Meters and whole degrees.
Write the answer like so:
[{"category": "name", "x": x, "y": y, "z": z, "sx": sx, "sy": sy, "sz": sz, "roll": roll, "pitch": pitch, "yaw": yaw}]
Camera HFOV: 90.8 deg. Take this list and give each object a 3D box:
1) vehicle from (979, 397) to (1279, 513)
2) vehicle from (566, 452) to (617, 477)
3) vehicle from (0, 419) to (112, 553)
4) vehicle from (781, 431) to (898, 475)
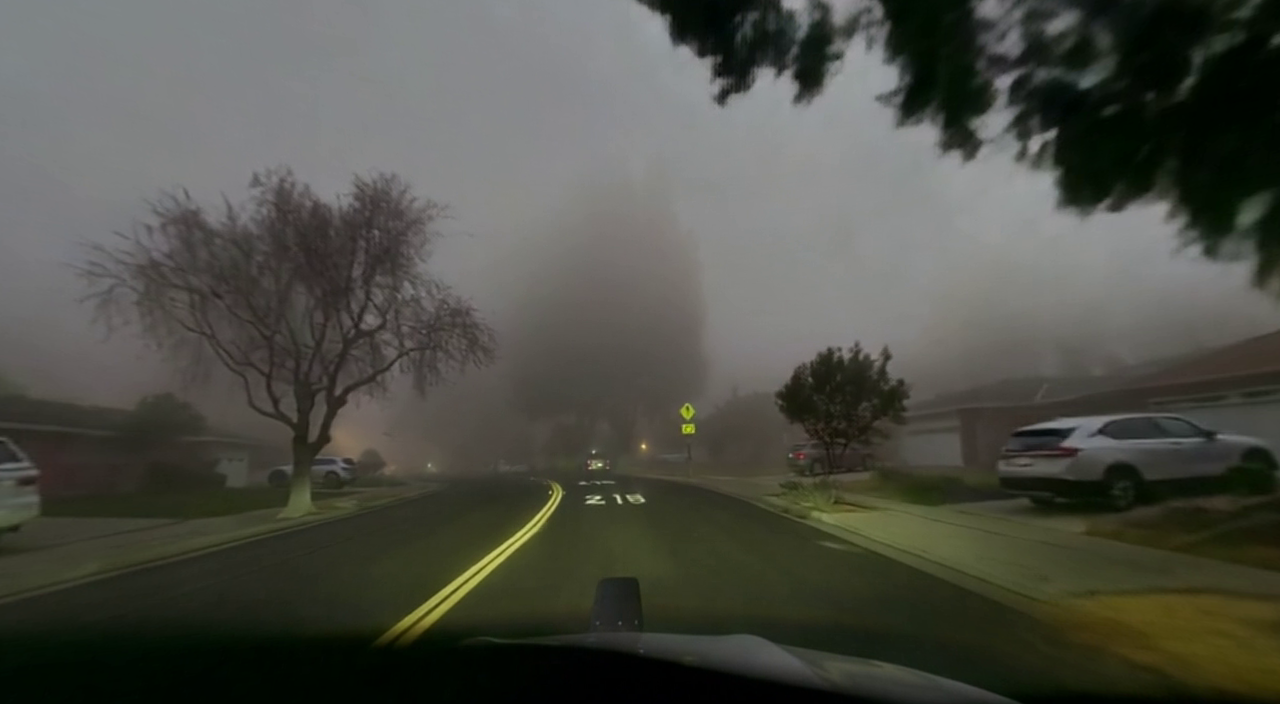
[{"category": "vehicle", "x": 9.364, "y": 1.783, "z": 11.383, "sx": 5.751, "sy": 1.733, "sz": 2.138, "roll": 2, "pitch": -9, "yaw": -16}, {"category": "vehicle", "x": -3.375, "y": 7.511, "z": 42.545, "sx": 2.181, "sy": 1.494, "sz": 5.023, "roll": 2, "pitch": -9, "yaw": -19}, {"category": "vehicle", "x": -10.160, "y": 1.871, "z": 8.616, "sx": 2.073, "sy": 1.899, "sz": 4.869, "roll": 0, "pitch": -8, "yaw": -7}, {"category": "vehicle", "x": 8.357, "y": 4.237, "z": 26.547, "sx": 4.284, "sy": 1.522, "sz": 1.893, "roll": -1, "pitch": -8, "yaw": -18}]
